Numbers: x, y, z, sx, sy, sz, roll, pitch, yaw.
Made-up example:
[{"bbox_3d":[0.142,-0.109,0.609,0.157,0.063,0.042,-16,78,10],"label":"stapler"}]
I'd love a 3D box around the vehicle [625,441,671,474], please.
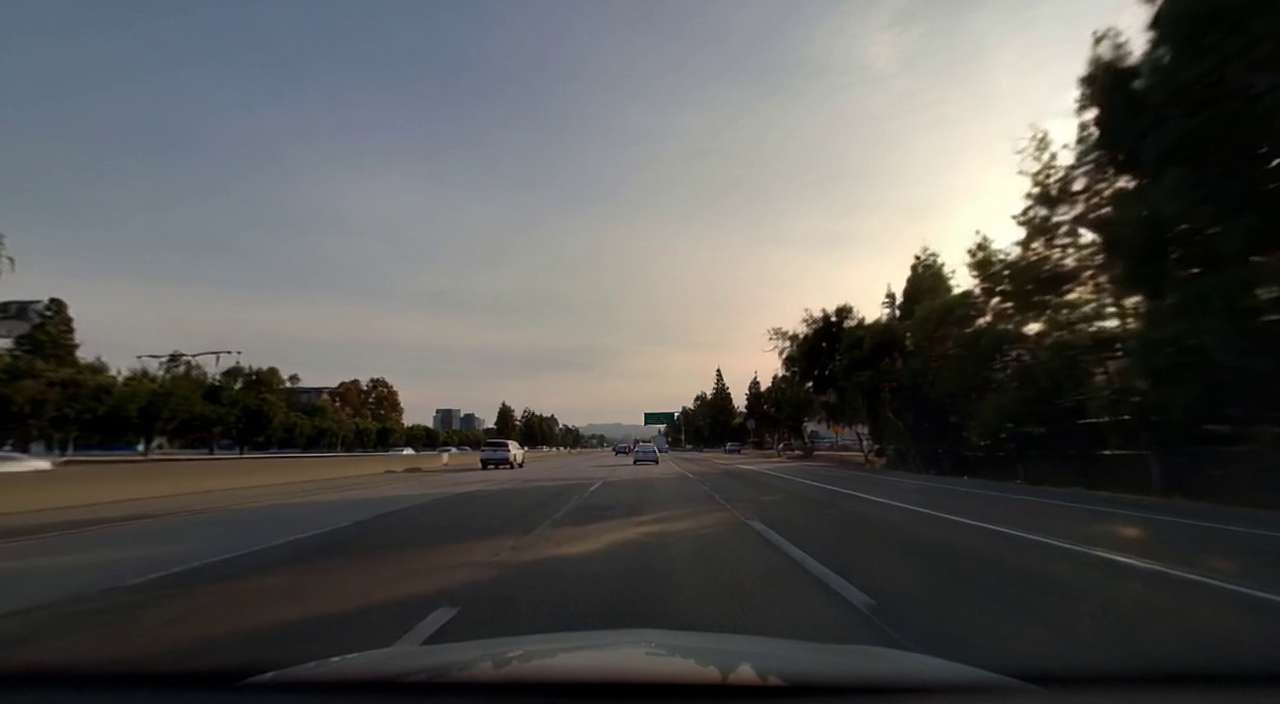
[{"bbox_3d":[0.344,5.170,31.204,2.112,1.482,4.082,0,-8,0],"label":"vehicle"}]

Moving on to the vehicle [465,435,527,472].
[{"bbox_3d":[-7.455,5.316,33.115,2.093,1.789,4.399,0,-8,1],"label":"vehicle"}]
